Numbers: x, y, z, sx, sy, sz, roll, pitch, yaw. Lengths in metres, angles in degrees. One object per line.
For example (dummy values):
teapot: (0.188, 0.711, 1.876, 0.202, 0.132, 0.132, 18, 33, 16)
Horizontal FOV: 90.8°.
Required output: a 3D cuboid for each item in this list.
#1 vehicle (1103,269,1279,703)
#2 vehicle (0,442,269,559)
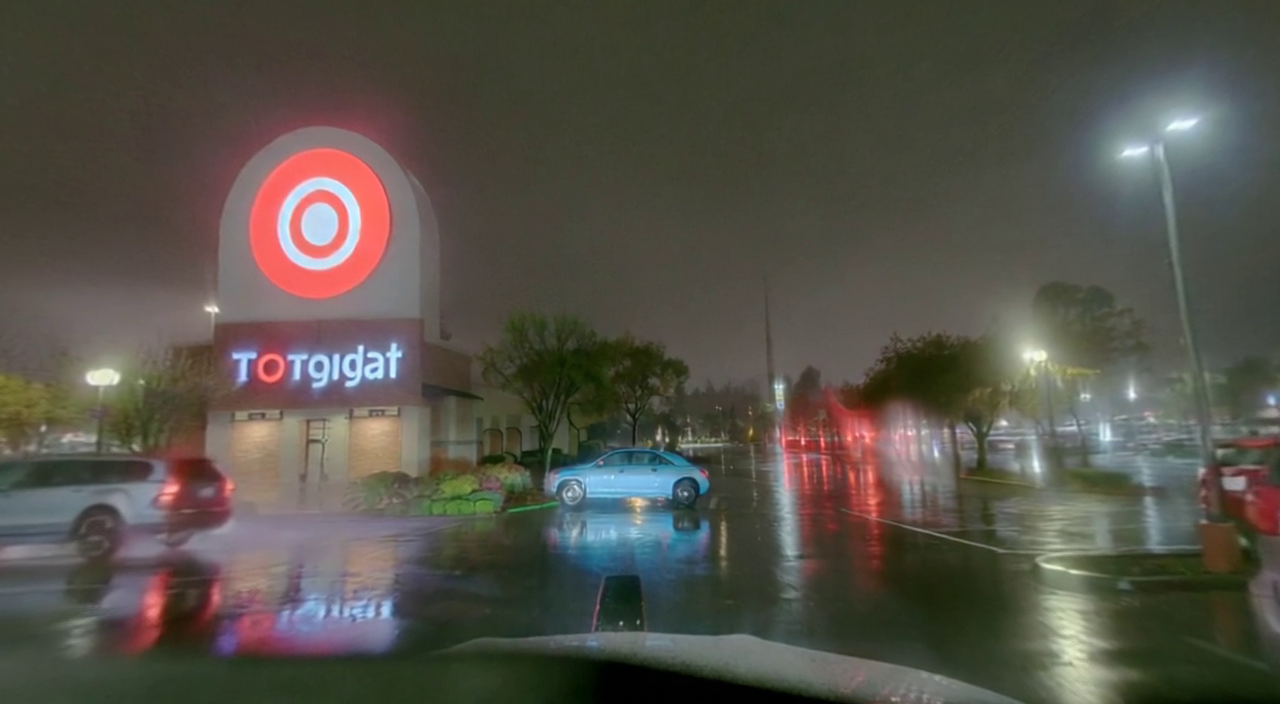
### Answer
vehicle: (4.991, 0.606, 2.246, 4.864, 1.916, 2.413, 1, -9, -5)
vehicle: (-9.637, 2.482, 10.973, 4.957, 1.788, 2.092, 1, -9, -9)
